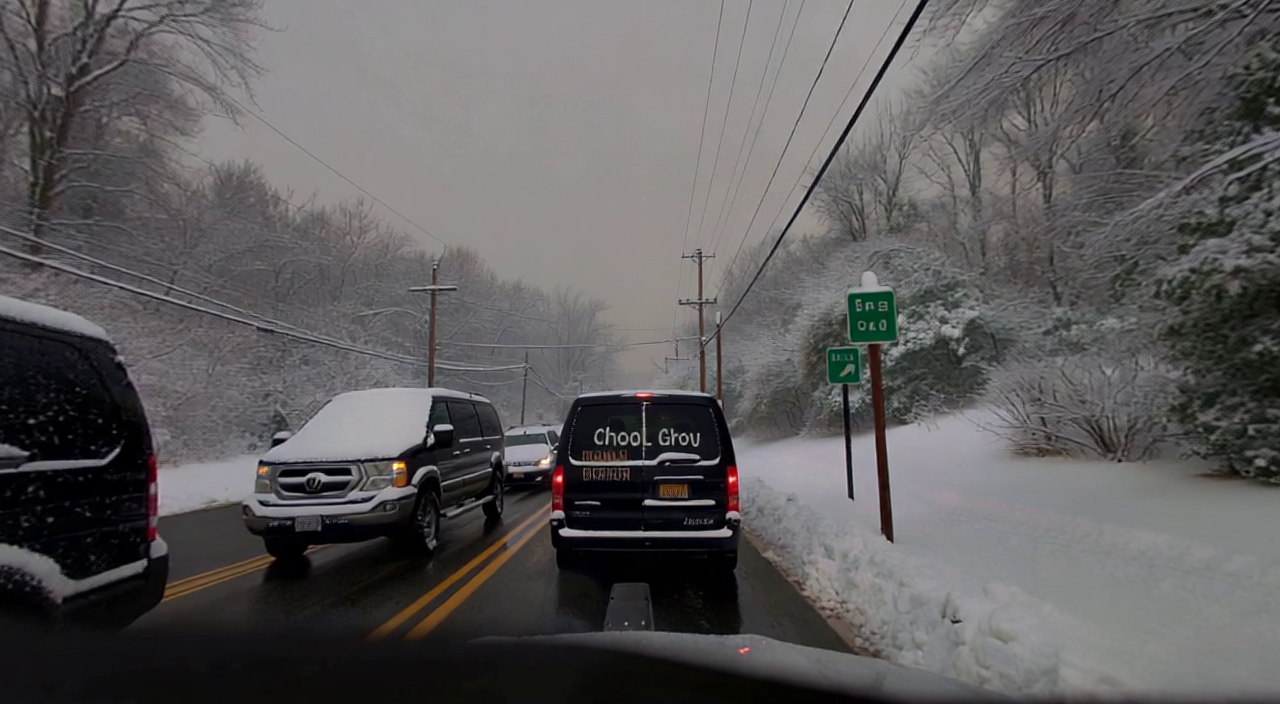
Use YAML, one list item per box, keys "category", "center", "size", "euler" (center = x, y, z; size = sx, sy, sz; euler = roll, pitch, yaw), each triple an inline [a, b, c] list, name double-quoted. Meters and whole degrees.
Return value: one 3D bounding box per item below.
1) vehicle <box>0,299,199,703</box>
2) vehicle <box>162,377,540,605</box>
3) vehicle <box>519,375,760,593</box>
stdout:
- category: "vehicle"
  center: [-3.106, 0.492, 0.240]
  size: [2.160, 1.796, 4.997]
  euler: [0, -8, 1]
- category: "vehicle"
  center: [-2.761, 1.483, 7.613]
  size: [2.109, 1.851, 4.749]
  euler: [-1, -8, 3]
- category: "vehicle"
  center: [0.102, 1.462, 7.691]
  size: [2.117, 1.911, 4.095]
  euler: [-1, -8, 3]
